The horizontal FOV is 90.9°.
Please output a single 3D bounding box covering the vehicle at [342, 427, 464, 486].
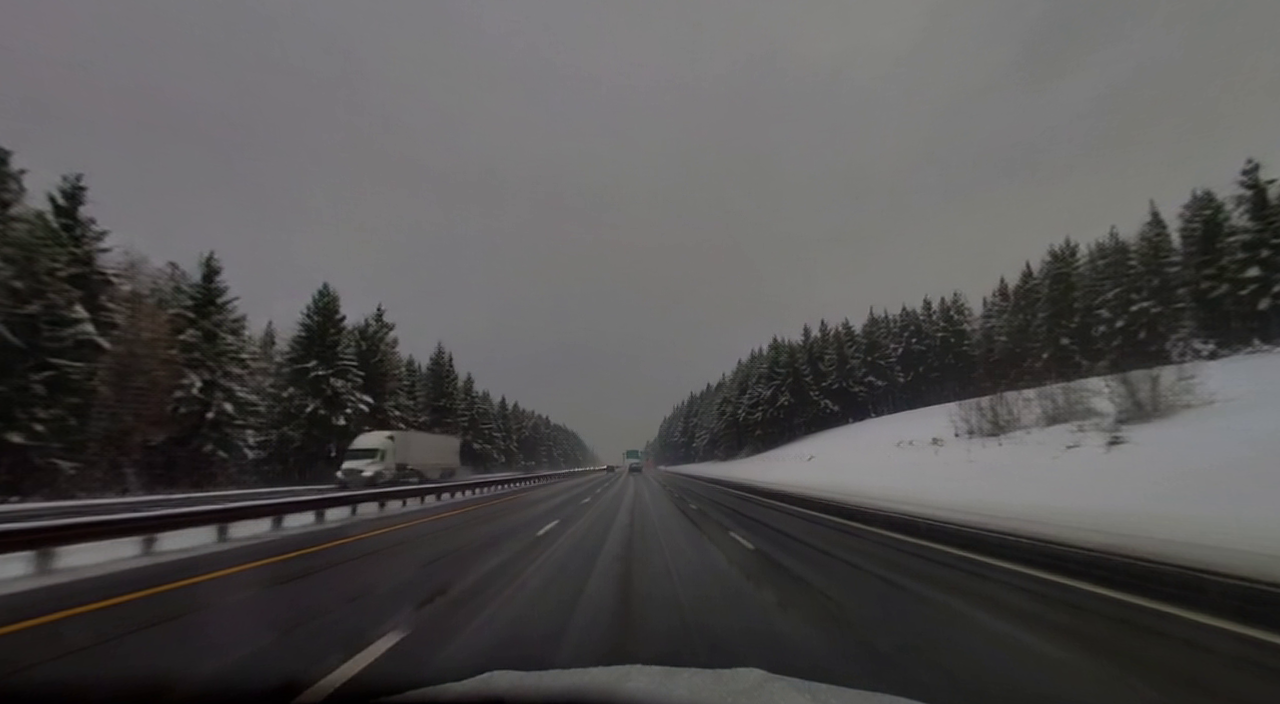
[{"bbox_3d":[-16.618,7.778,46.034,3.250,3.556,14.302,1,-11,0],"label":"vehicle"}]
